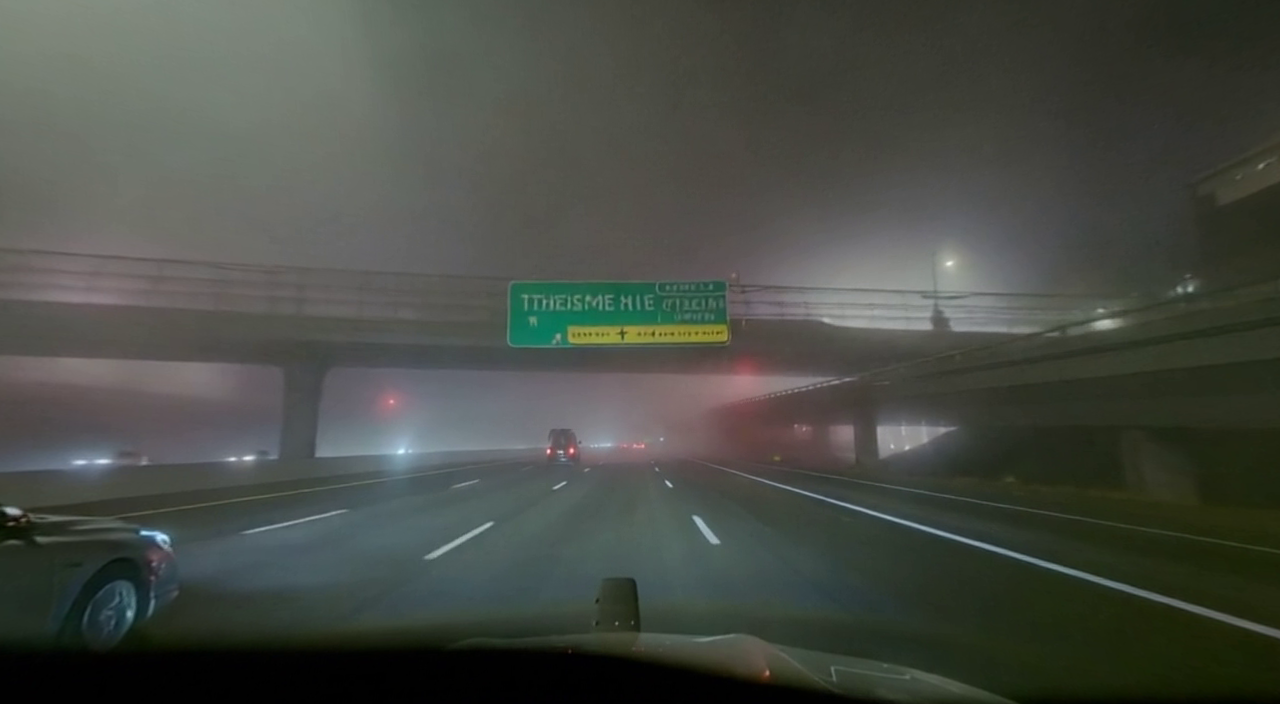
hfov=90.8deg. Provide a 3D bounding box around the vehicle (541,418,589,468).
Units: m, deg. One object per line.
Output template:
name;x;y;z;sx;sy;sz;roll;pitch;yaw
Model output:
vehicle;-4.684;5.868;40.648;2.364;2.953;6.732;0;-8;-1

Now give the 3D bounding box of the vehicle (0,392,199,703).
vehicle;-4.082;0.825;2.028;2.025;1.556;4.594;0;-8;-1

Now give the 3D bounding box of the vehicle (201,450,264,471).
vehicle;-30.739;8.157;47.792;1.829;1.435;4.486;0;-8;-1
